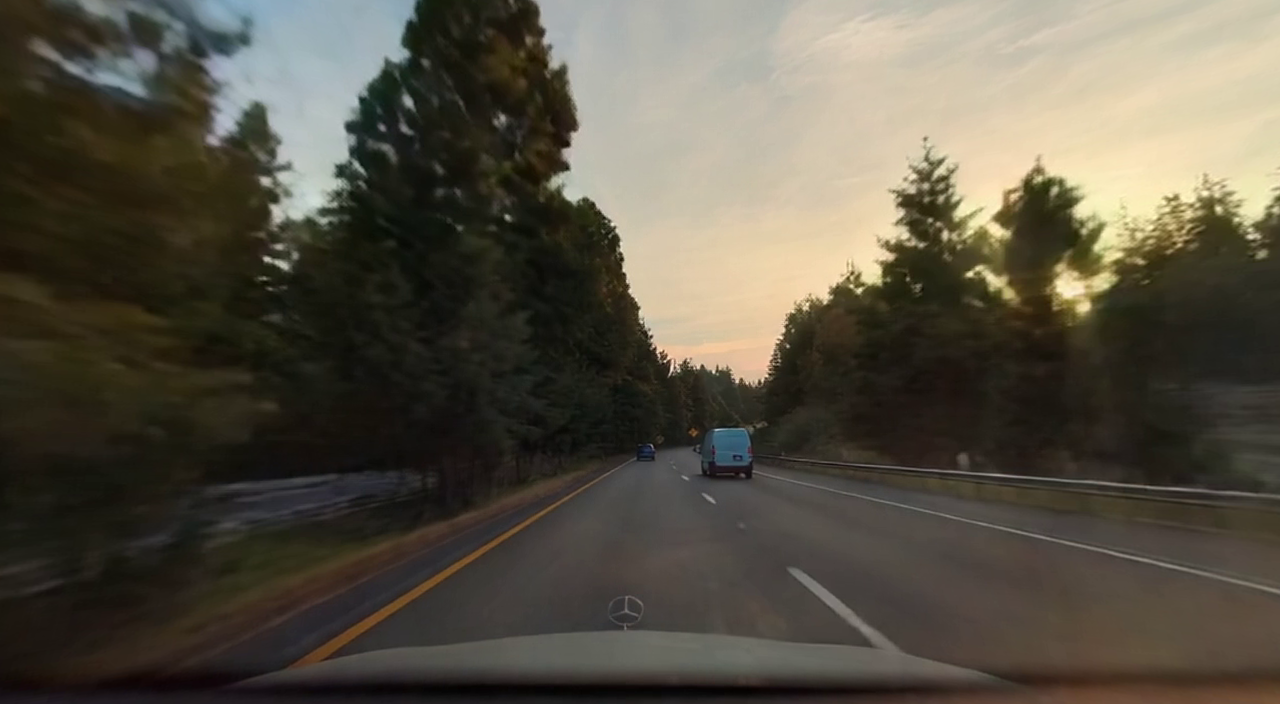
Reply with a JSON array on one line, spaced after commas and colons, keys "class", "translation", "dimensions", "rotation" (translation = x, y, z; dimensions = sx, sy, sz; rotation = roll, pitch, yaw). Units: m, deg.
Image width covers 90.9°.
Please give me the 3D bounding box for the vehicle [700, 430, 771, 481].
[{"class": "vehicle", "translation": [4.194, 4.647, 28.446], "dimensions": [2.371, 2.045, 4.768], "rotation": [0, -9, -1]}]
